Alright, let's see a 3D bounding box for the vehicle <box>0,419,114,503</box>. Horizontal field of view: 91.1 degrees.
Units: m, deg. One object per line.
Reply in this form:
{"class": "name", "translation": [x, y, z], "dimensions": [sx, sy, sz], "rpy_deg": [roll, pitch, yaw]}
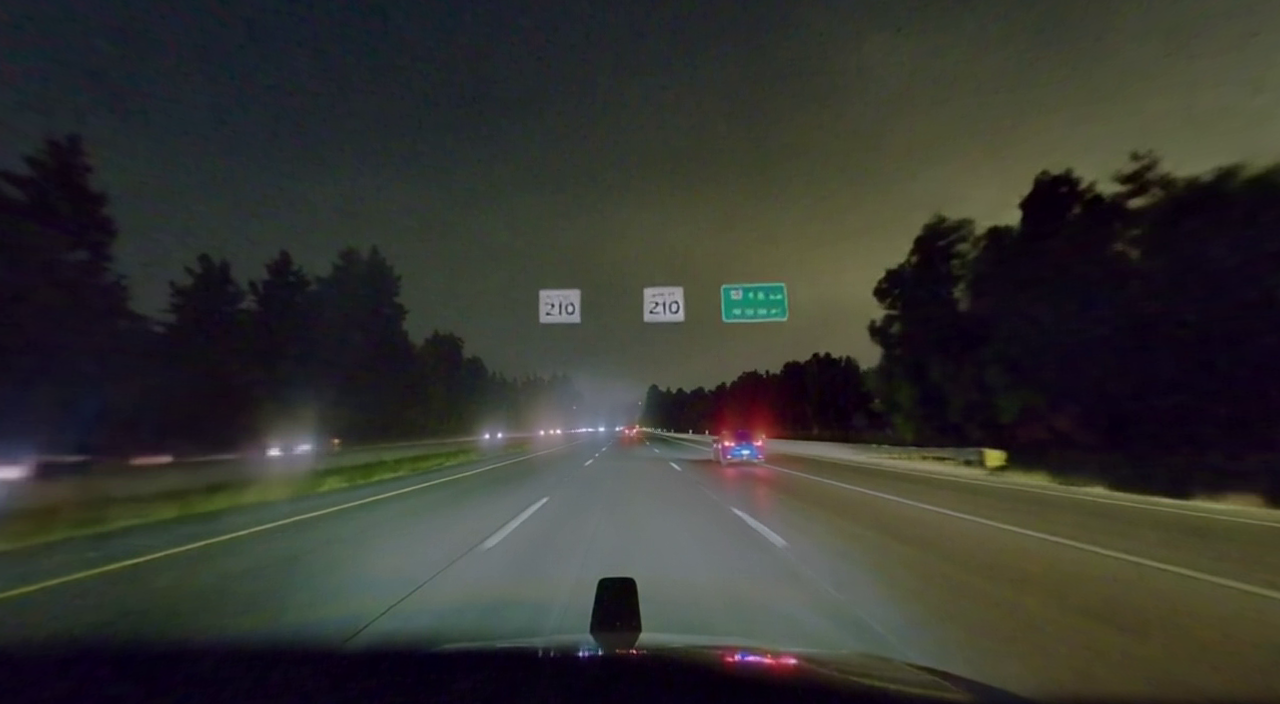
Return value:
{"class": "vehicle", "translation": [-12.923, 2.096, 12.175], "dimensions": [1.862, 1.546, 4.126], "rpy_deg": [0, -8, 0]}

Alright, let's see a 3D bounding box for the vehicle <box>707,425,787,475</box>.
{"class": "vehicle", "translation": [3.618, 3.380, 22.030], "dimensions": [1.973, 1.563, 3.959], "rpy_deg": [0, -8, -2]}

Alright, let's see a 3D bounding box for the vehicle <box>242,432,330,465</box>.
{"class": "vehicle", "translation": [-16.869, 4.598, 30.203], "dimensions": [1.833, 1.489, 4.050], "rpy_deg": [0, -8, 0]}
